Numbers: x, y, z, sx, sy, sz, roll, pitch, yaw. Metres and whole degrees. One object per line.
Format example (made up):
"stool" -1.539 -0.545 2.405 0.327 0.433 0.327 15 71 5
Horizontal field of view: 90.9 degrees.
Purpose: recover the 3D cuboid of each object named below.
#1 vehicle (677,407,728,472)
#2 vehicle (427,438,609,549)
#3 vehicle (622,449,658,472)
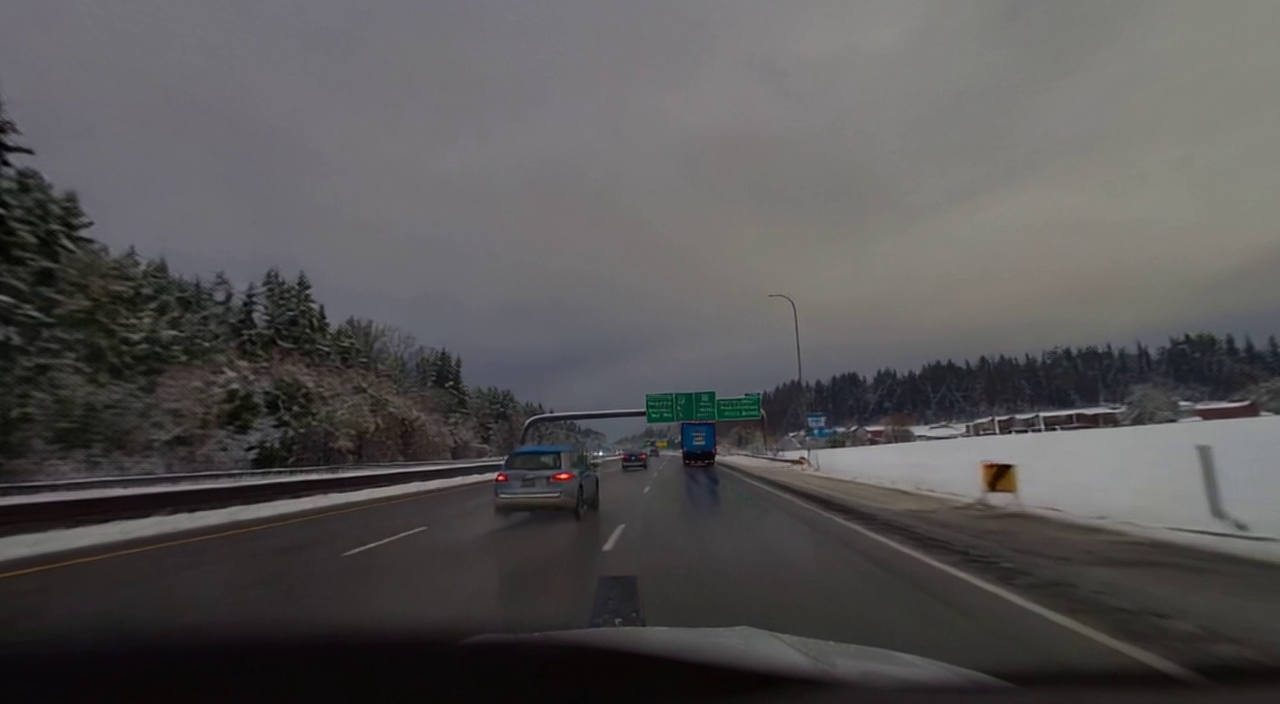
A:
"vehicle" 4.278 6.582 46.279 2.960 4.018 13.834 -1 -9 3
"vehicle" -1.834 2.350 11.174 2.039 1.532 4.610 -1 -9 4
"vehicle" 0.049 7.255 42.139 2.045 1.430 3.951 -1 -9 4
